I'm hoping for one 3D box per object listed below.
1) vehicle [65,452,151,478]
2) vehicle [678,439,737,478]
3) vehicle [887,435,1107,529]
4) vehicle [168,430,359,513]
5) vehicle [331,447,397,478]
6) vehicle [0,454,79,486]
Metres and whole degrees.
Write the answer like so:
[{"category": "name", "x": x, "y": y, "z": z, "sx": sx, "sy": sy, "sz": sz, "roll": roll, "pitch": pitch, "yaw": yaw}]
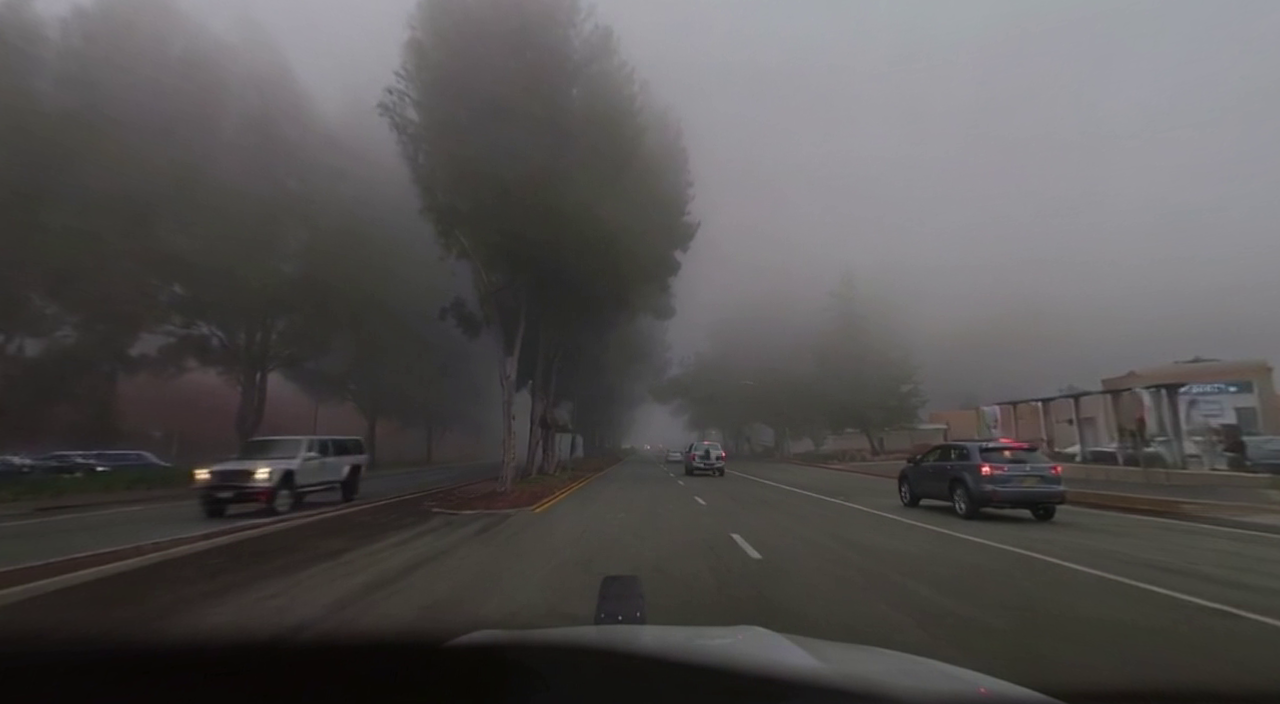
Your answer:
[{"category": "vehicle", "x": -29.312, "y": 6.226, "z": 34.740, "sx": 3.351, "sy": 1.369, "sz": 1.579, "roll": 0, "pitch": -8, "yaw": 3}, {"category": "vehicle", "x": 3.035, "y": 4.919, "z": 29.254, "sx": 2.161, "sy": 1.676, "sz": 4.151, "roll": 0, "pitch": -9, "yaw": -1}, {"category": "vehicle", "x": 6.775, "y": 2.478, "z": 12.597, "sx": 1.886, "sy": 1.528, "sz": 4.169, "roll": 0, "pitch": -9, "yaw": -1}, {"category": "vehicle", "x": -9.212, "y": 2.946, "z": 15.959, "sx": 2.160, "sy": 1.785, "sz": 4.280, "roll": 0, "pitch": -9, "yaw": 0}, {"category": "vehicle", "x": -16.574, "y": 6.638, "z": 38.055, "sx": 1.947, "sy": 1.738, "sz": 4.428, "roll": 0, "pitch": -9, "yaw": -1}, {"category": "vehicle", "x": -28.642, "y": 5.454, "z": 29.217, "sx": 3.453, "sy": 1.405, "sz": 1.745, "roll": 0, "pitch": -9, "yaw": 2}]
